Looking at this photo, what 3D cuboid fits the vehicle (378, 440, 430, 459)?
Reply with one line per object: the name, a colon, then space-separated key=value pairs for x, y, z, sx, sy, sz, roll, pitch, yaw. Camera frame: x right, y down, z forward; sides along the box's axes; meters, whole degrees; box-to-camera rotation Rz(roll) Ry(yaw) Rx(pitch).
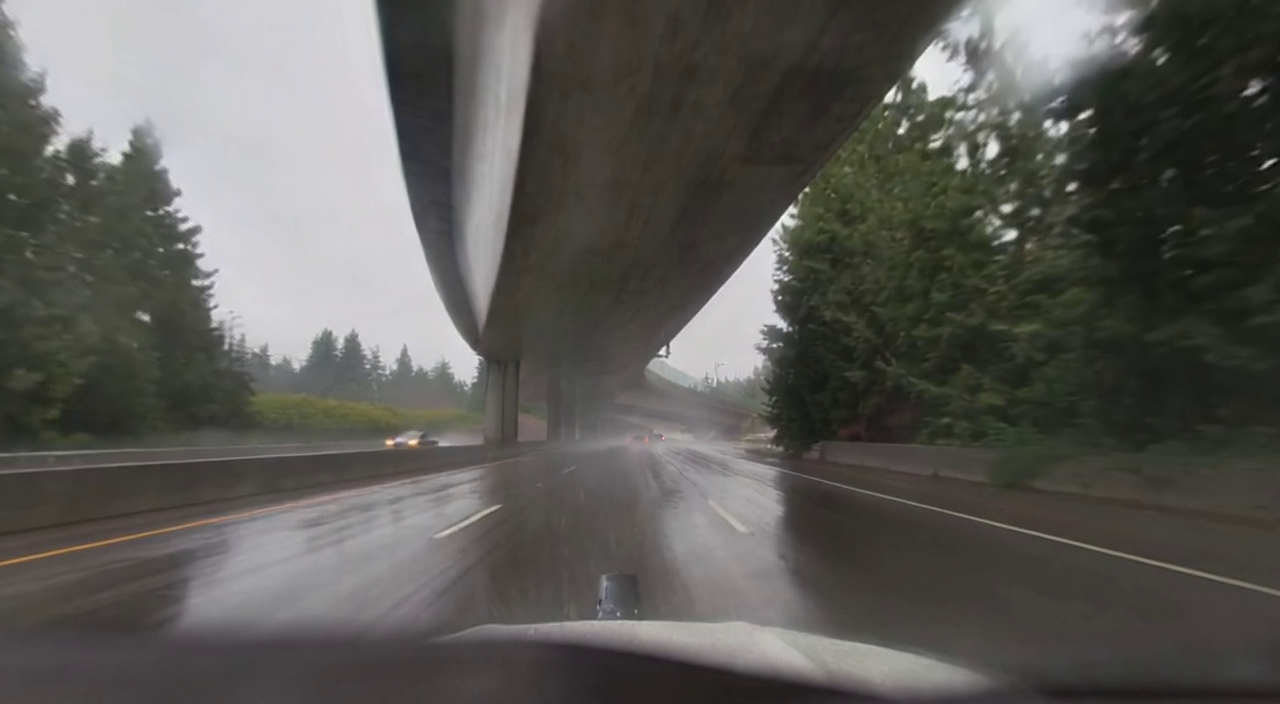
vehicle: x=-17.169 y=7.094 z=45.999 sx=2.058 sy=1.339 sz=4.443 roll=0 pitch=-8 yaw=0
